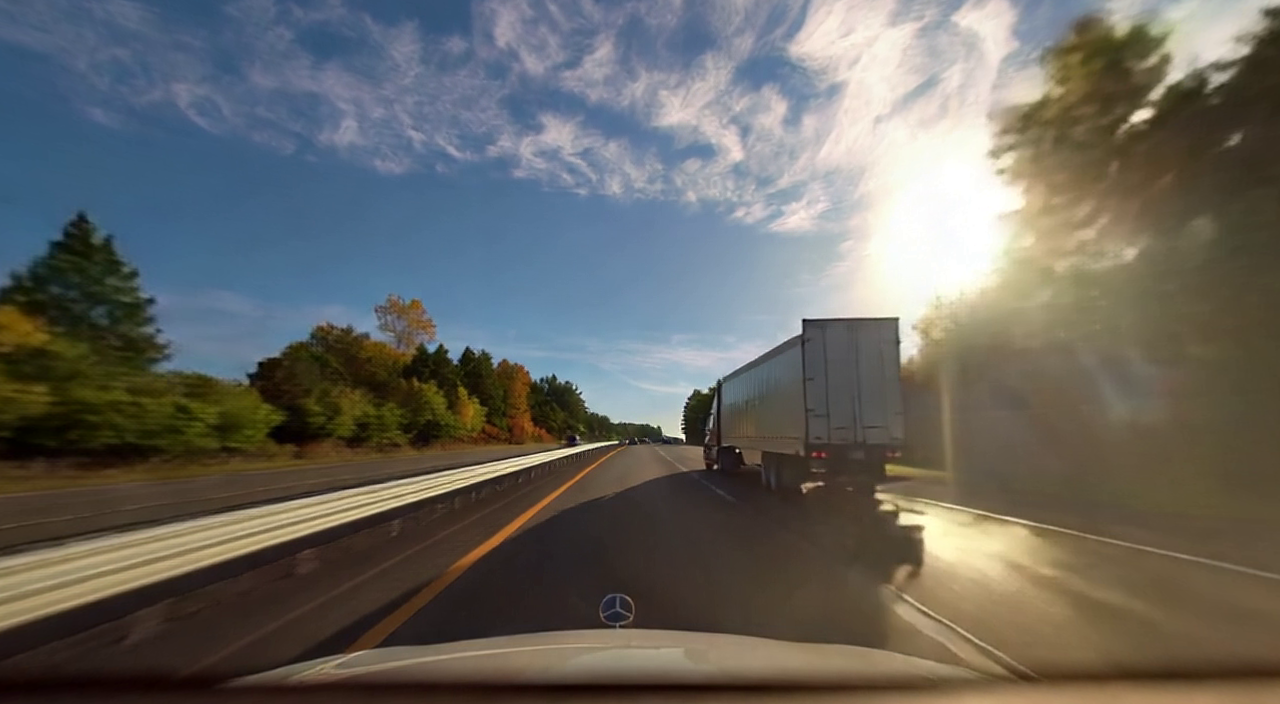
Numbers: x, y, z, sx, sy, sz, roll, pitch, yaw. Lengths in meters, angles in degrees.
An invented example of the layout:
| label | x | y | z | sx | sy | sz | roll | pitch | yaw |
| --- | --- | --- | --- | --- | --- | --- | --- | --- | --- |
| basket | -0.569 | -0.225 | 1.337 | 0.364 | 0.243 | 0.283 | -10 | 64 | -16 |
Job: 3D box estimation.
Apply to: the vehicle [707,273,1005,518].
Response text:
| label | x | y | z | sx | sy | sz | roll | pitch | yaw |
| --- | --- | --- | --- | --- | --- | --- | --- | --- | --- |
| vehicle | 4.229 | 1.566 | 17.249 | 2.951 | 4.007 | 13.976 | 0 | -7 | -1 |
